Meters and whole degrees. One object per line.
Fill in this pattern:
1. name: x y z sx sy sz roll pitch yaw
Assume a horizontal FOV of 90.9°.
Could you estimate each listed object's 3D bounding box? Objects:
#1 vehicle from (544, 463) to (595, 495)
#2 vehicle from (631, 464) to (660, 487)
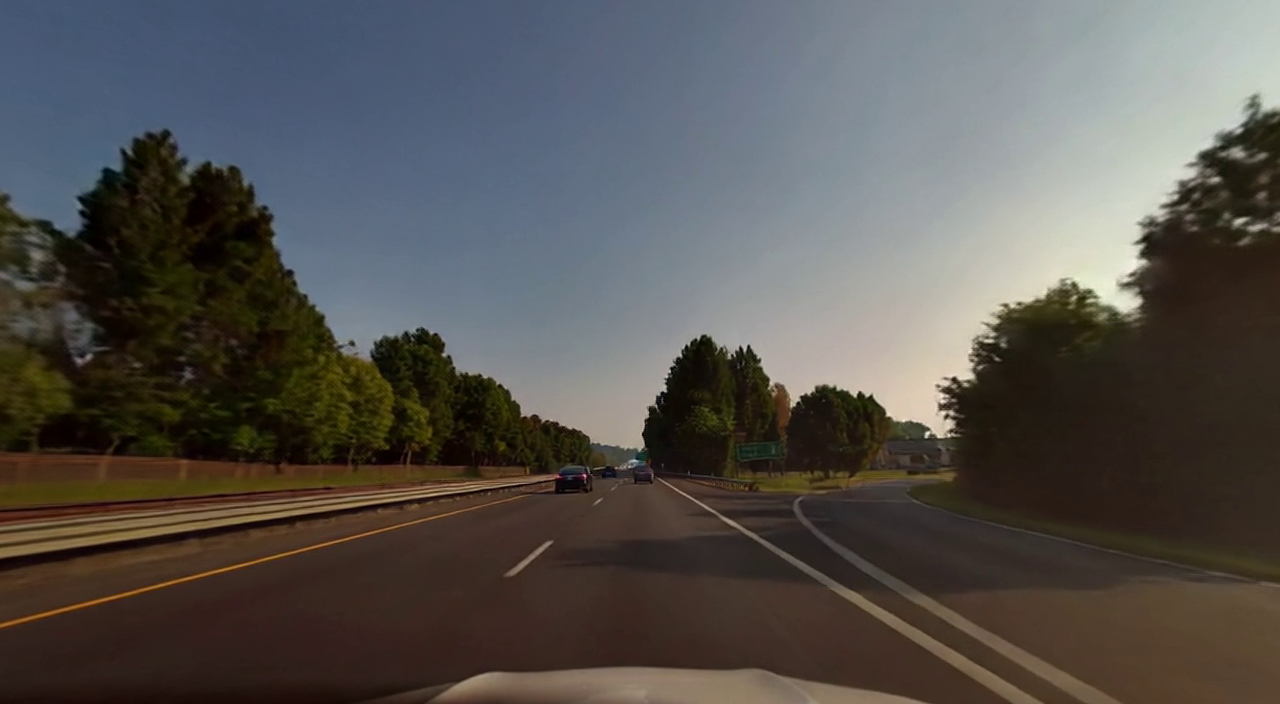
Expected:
1. vehicle: -3.535 6.530 32.548 2.047 1.523 4.279 1 -11 1
2. vehicle: 0.373 9.285 47.334 2.065 1.596 3.869 1 -11 0
